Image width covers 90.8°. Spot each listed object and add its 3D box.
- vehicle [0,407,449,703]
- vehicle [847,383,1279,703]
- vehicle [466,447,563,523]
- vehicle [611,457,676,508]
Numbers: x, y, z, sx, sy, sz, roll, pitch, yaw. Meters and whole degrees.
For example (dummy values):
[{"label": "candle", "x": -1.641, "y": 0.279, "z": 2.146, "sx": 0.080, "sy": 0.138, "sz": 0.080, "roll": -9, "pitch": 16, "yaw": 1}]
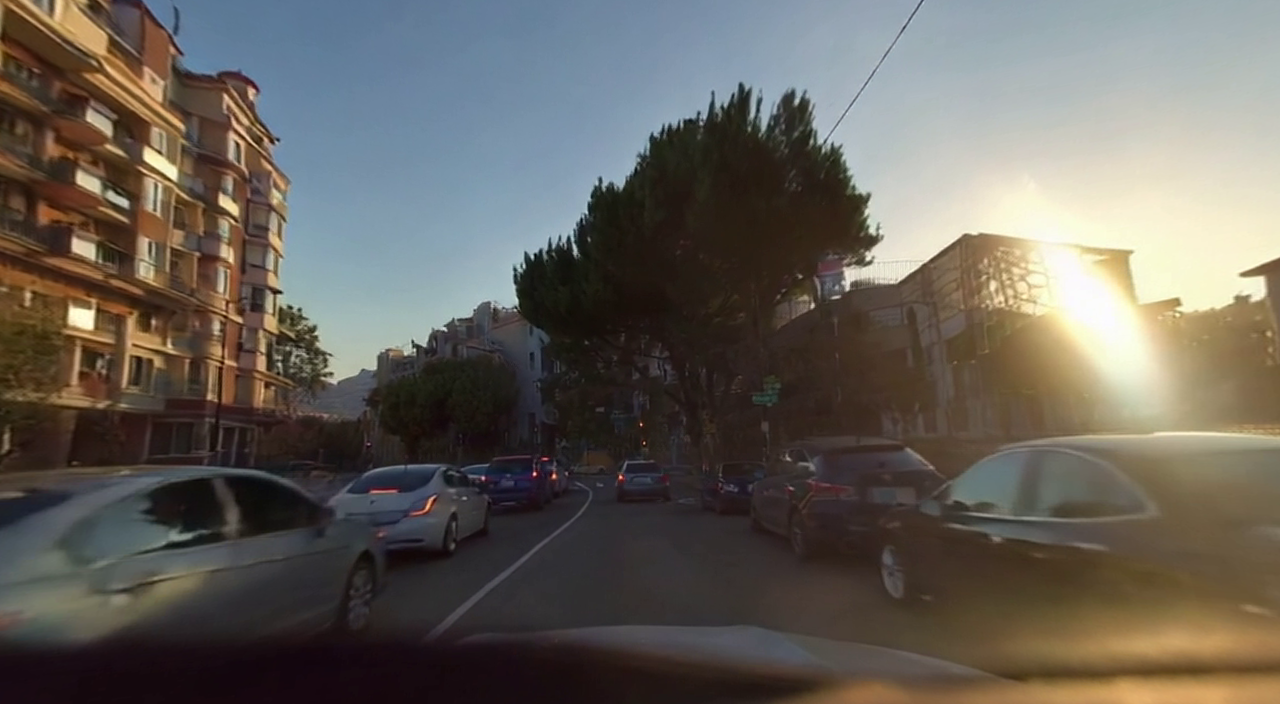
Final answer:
[{"label": "vehicle", "x": -2.760, "y": 1.158, "z": 3.357, "sx": 2.109, "sy": 1.477, "sz": 4.509, "roll": 0, "pitch": -9, "yaw": -1}, {"label": "vehicle", "x": 2.951, "y": 1.147, "z": 3.841, "sx": 1.933, "sy": 1.501, "sz": 4.349, "roll": 0, "pitch": -9, "yaw": 1}, {"label": "vehicle", "x": -2.979, "y": 3.191, "z": 15.580, "sx": 1.778, "sy": 1.638, "sz": 3.059, "roll": 0, "pitch": -9, "yaw": -1}, {"label": "vehicle", "x": 0.049, "y": 4.362, "z": 21.478, "sx": 2.026, "sy": 1.496, "sz": 3.701, "roll": 0, "pitch": -9, "yaw": -2}]
